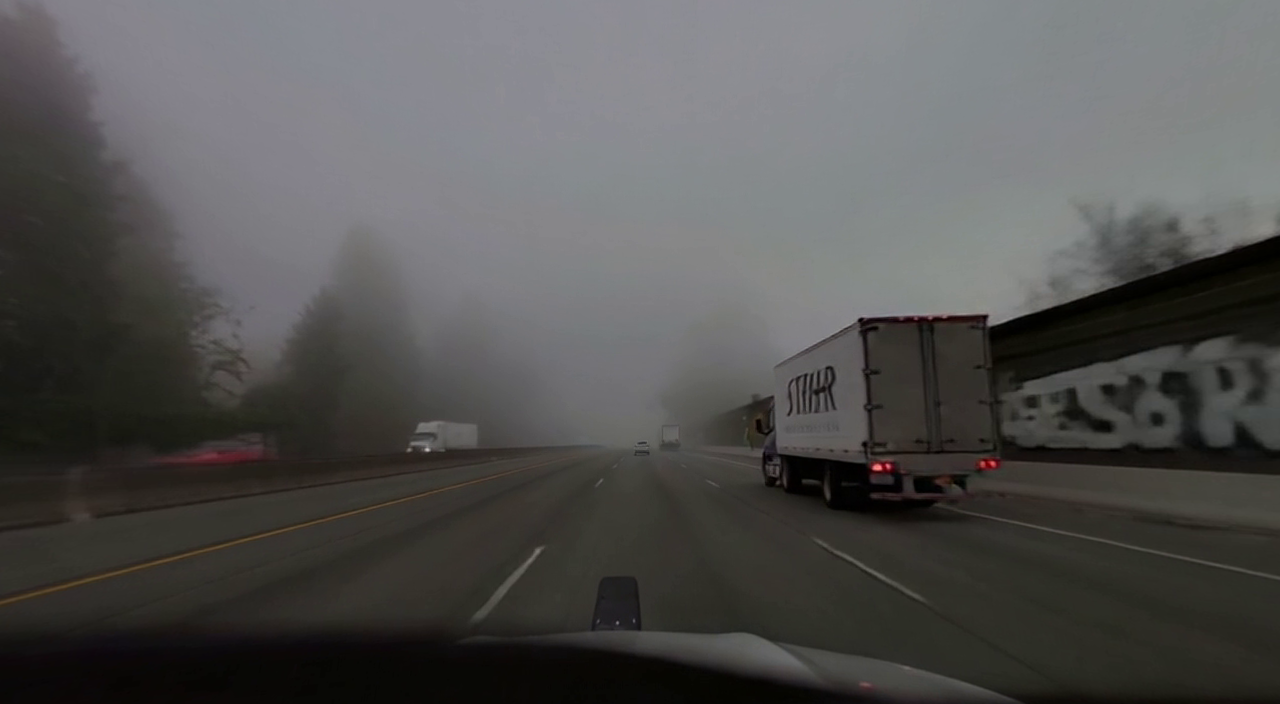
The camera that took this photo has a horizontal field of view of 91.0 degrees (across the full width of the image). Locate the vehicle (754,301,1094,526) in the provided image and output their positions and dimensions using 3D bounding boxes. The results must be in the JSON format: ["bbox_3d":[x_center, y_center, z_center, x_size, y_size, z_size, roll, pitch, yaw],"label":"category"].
[{"bbox_3d":[5.312,1.634,15.033,2.949,3.470,10.539,0,-8,-1],"label":"vehicle"}]
